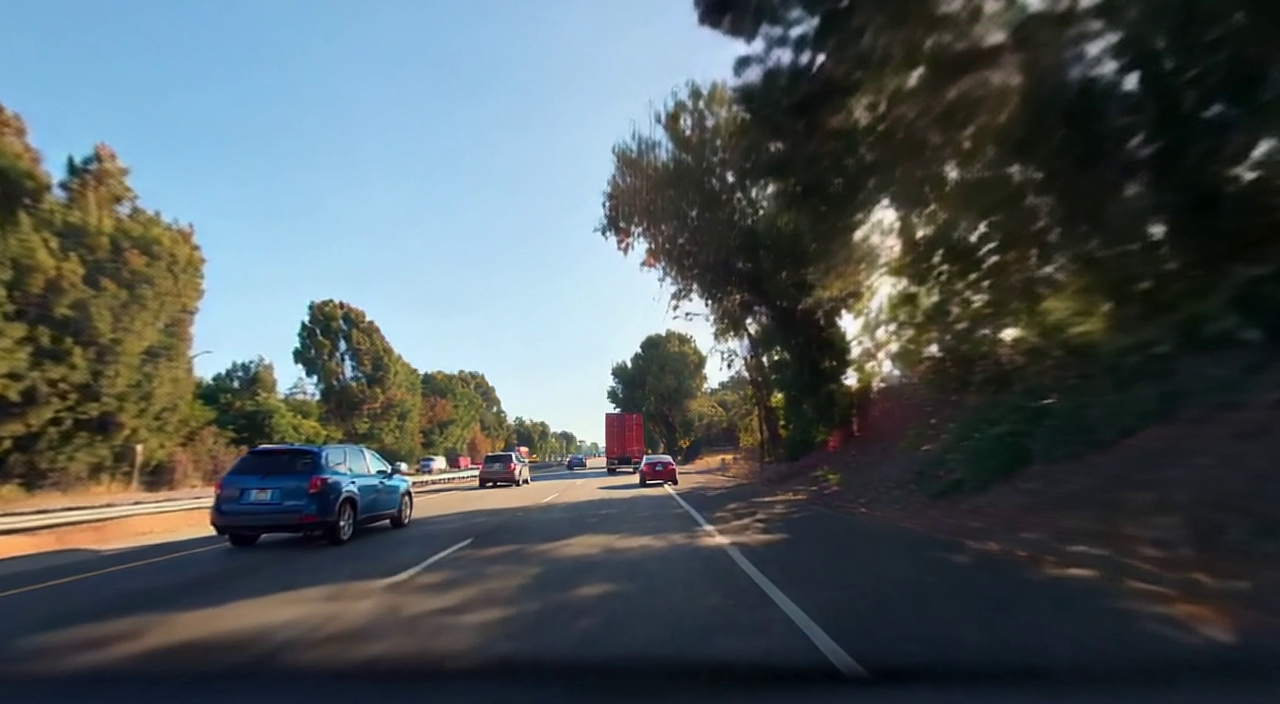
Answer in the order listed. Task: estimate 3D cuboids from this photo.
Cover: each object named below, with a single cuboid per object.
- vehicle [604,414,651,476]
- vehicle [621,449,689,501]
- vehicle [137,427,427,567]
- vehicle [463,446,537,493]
[{"bbox_3d":[-1.005,7.017,46.995,3.113,4.066,10.786,0,-9,-2],"label":"vehicle"},{"bbox_3d":[0.417,3.992,20.698,2.026,1.489,4.045,0,-9,-1],"label":"vehicle"},{"bbox_3d":[-5.086,2.107,9.773,2.100,1.671,4.105,0,-9,-1],"label":"vehicle"},{"bbox_3d":[-5.426,4.584,24.793,2.035,1.664,4.064,0,-9,-1],"label":"vehicle"}]
